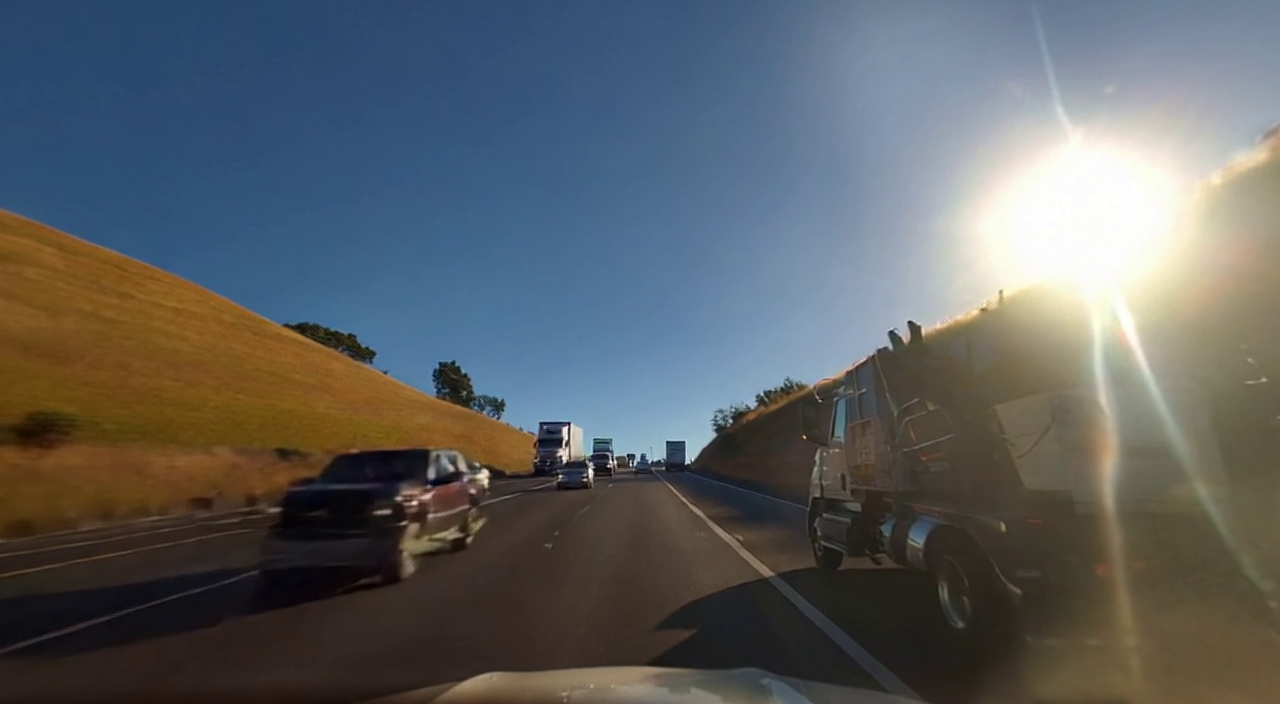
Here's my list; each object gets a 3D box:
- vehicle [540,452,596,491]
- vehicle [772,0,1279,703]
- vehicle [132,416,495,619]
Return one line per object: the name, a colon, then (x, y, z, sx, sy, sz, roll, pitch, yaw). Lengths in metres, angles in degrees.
vehicle: (-3.158, 5.283, 28.295, 2.005, 1.598, 3.684, 0, -9, 1)
vehicle: (3.231, 0.251, 5.121, 2.959, 3.973, 5.928, 0, -9, 0)
vehicle: (-3.212, 1.709, 7.409, 2.008, 1.671, 4.126, 0, -9, 0)
